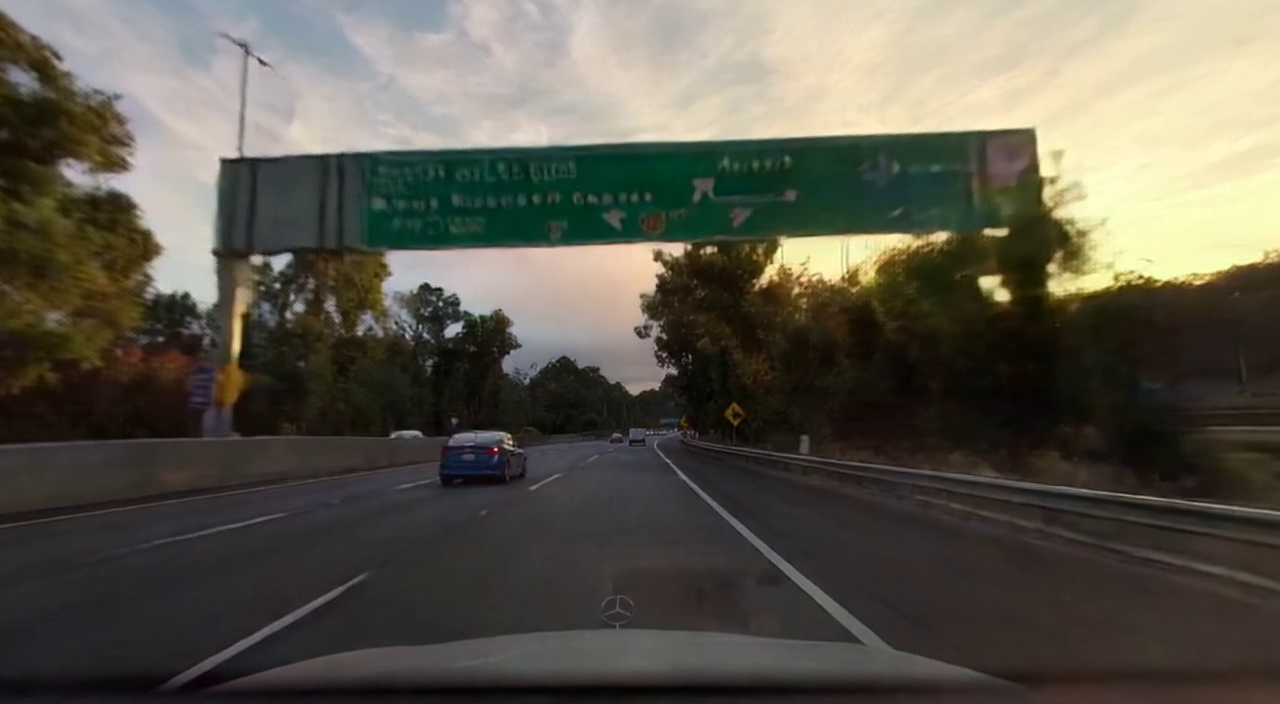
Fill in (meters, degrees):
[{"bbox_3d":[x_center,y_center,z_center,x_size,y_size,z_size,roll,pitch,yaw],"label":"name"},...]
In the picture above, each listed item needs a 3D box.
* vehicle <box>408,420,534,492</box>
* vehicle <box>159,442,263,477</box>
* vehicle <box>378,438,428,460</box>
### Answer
[{"bbox_3d":[-4.238,2.660,16.630,2.052,1.626,4.514,0,-8,0],"label":"vehicle"},{"bbox_3d":[-19.936,4.982,29.537,1.776,1.446,4.340,0,-8,1],"label":"vehicle"},{"bbox_3d":[-16.361,6.674,43.695,1.835,1.408,4.129,0,-8,1],"label":"vehicle"}]
